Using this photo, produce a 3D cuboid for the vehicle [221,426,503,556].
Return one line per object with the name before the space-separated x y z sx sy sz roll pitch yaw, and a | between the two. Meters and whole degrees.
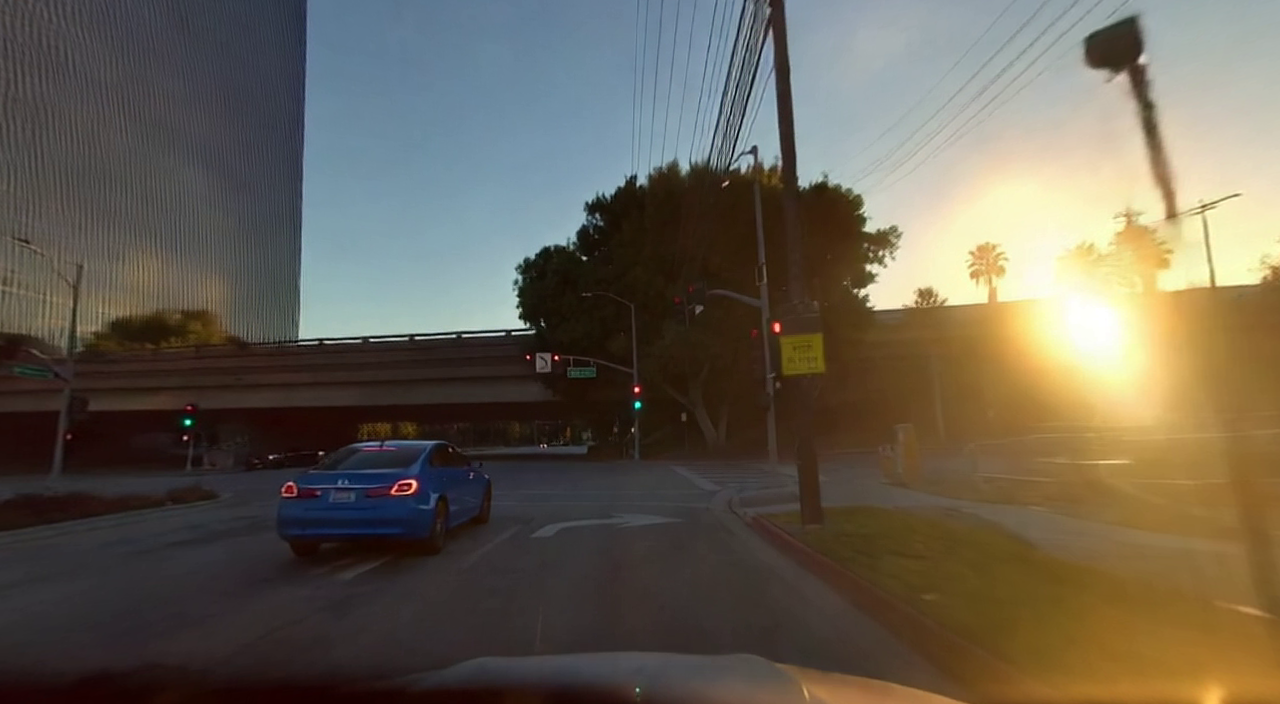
vehicle | -3.669 1.906 9.515 2.154 1.465 4.532 0 -8 0
